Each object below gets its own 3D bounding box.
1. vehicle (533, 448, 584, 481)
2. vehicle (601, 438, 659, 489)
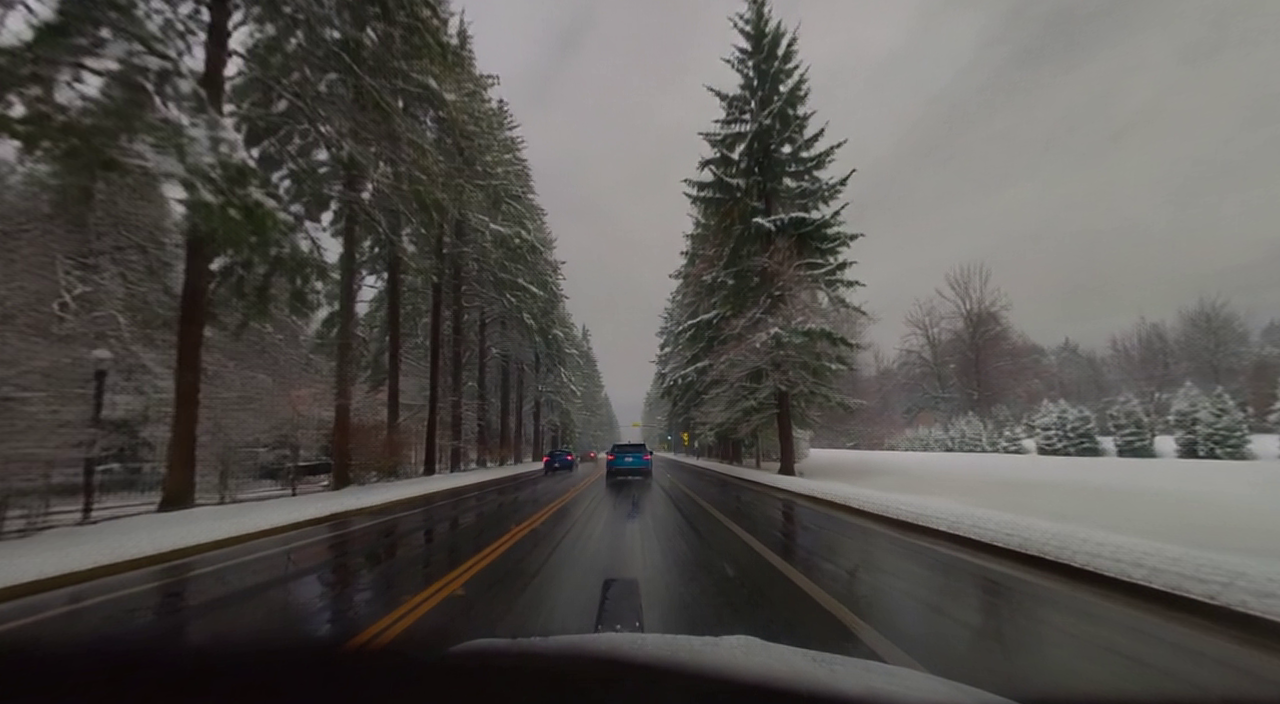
[{"bbox_3d":[-4.007,5.605,31.739,1.936,1.538,4.016,0,-8,1],"label":"vehicle"},{"bbox_3d":[-0.340,4.187,24.049,2.018,1.769,3.897,0,-8,0],"label":"vehicle"}]
